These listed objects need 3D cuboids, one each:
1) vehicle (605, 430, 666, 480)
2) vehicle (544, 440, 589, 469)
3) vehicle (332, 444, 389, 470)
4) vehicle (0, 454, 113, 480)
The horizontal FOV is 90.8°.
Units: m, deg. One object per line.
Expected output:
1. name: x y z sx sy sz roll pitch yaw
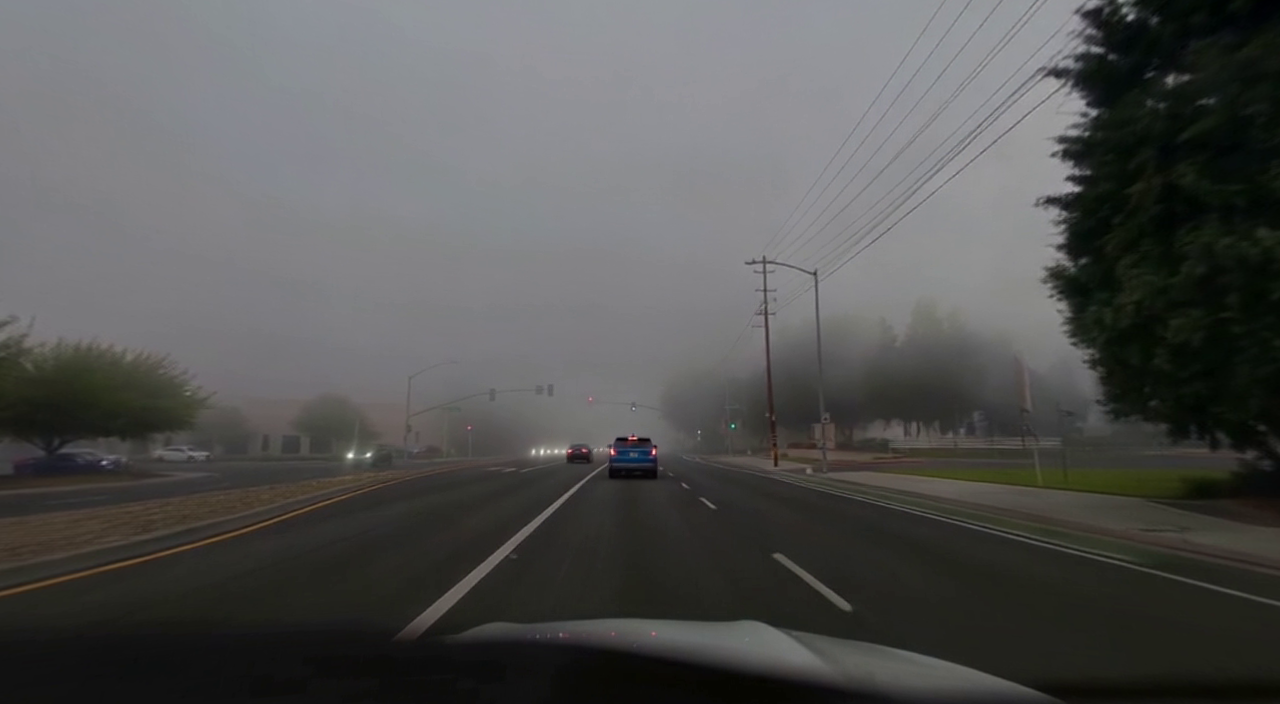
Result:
1. vehicle: -0.208 4.022 24.785 2.188 1.782 3.982 0 -8 -1
2. vehicle: -4.034 5.718 35.415 2.075 1.474 4.367 0 -8 -1
3. vehicle: -19.478 7.314 44.247 1.945 1.700 4.465 0 -9 0
4. vehicle: -34.242 6.721 37.129 4.608 1.435 2.076 0 -8 0
